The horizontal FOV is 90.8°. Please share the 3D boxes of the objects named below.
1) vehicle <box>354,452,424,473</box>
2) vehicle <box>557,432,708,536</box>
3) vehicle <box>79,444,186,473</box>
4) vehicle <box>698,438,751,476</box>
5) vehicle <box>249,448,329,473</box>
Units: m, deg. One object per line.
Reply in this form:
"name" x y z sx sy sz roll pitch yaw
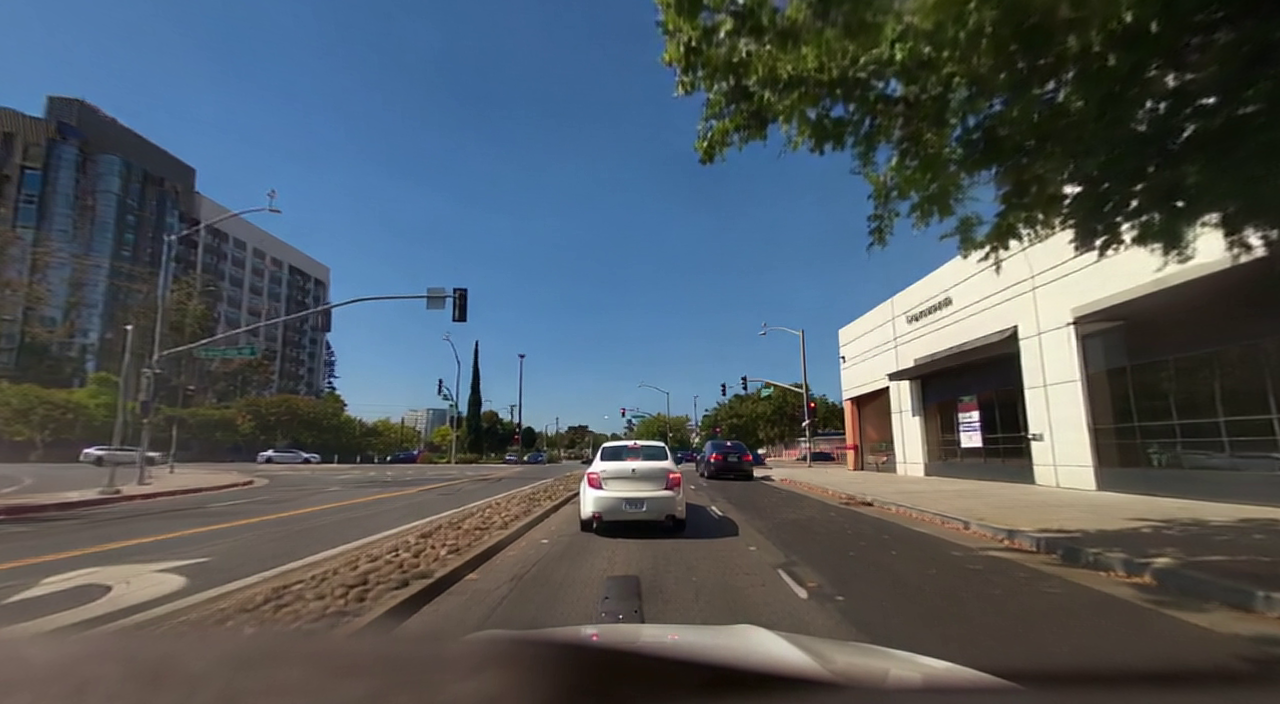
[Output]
"vehicle" -18.689 8.216 47.211 4.548 1.449 1.802 2 -9 -12
"vehicle" -0.072 2.230 11.310 2.173 1.479 4.264 0 -9 1
"vehicle" -32.439 6.806 40.537 4.877 1.754 1.978 2 -9 -11
"vehicle" 4.362 5.523 33.467 2.092 1.851 4.913 0 -9 0
"vehicle" -25.305 7.814 45.736 4.575 1.718 2.008 2 -9 -11
